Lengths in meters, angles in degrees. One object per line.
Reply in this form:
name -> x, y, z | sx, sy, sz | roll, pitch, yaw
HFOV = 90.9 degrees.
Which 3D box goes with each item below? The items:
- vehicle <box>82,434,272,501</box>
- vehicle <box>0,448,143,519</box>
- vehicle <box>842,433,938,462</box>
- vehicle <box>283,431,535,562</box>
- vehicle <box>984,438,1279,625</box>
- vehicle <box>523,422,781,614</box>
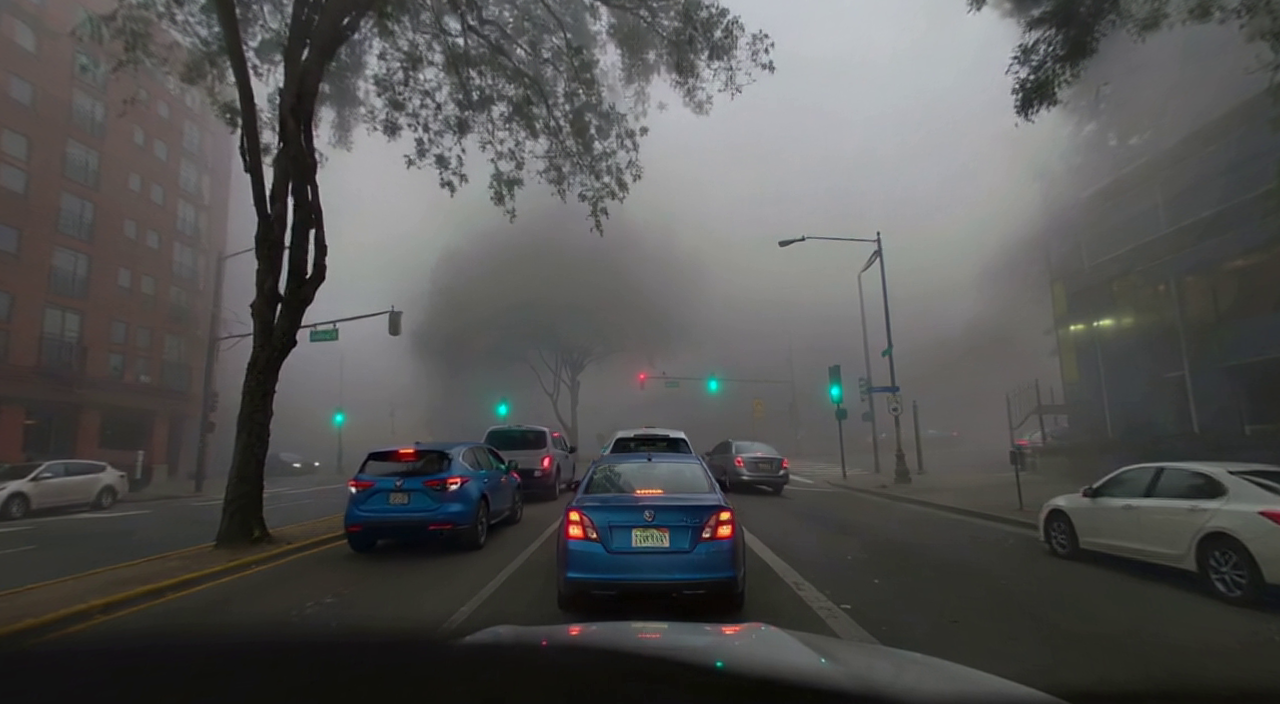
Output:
vehicle -> -16.161, 4.052, 22.661 | 2.195, 2.053, 5.980 | 0, -9, 1
vehicle -> -16.237, 3.440, 17.004 | 1.914, 1.690, 4.461 | 0, -9, 1
vehicle -> 16.384, 6.266, 41.507 | 5.345, 1.811, 2.175 | 0, -9, -1
vehicle -> -3.005, 1.979, 9.361 | 2.131, 1.486, 4.089 | 0, -9, 1
vehicle -> 5.979, 1.697, 6.863 | 1.873, 1.453, 4.579 | 0, -9, 0
vehicle -> 0.089, 1.578, 6.811 | 2.022, 1.481, 3.564 | 0, -9, 0
